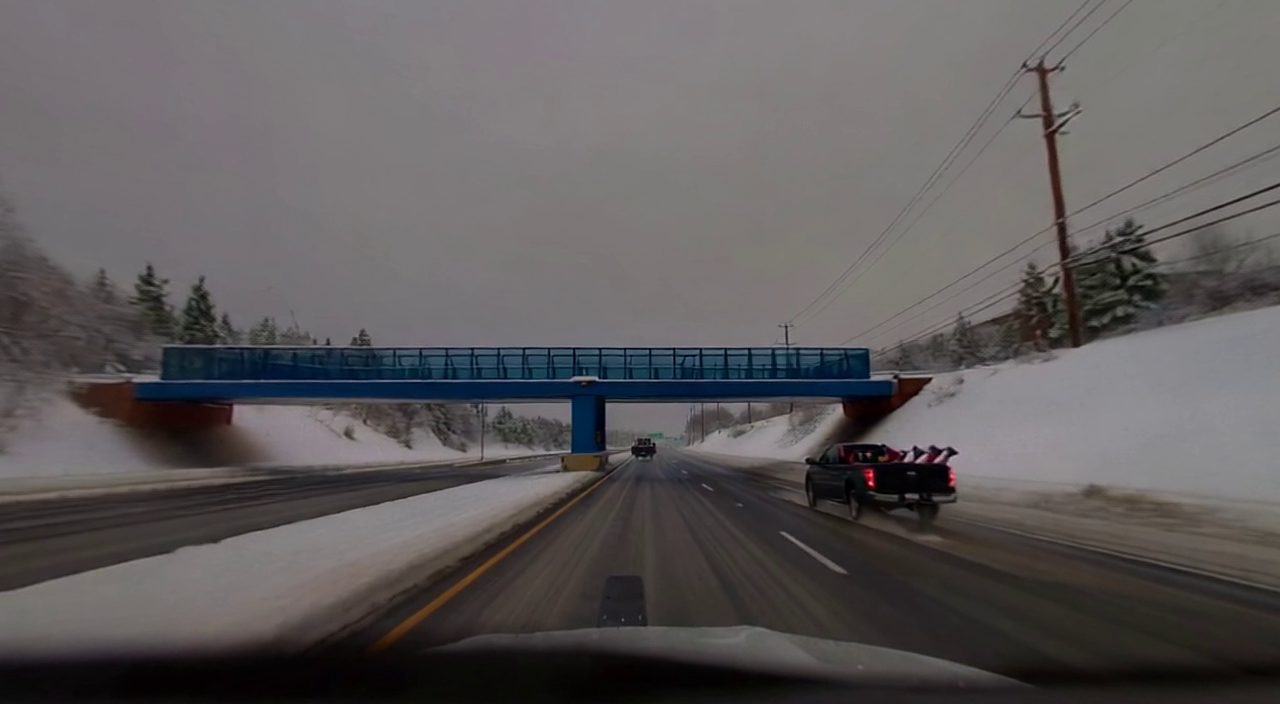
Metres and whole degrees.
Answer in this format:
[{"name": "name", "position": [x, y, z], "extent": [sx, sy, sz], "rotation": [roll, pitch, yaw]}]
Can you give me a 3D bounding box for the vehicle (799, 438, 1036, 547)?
[{"name": "vehicle", "position": [4.539, 2.367, 11.387], "extent": [1.988, 1.505, 4.958], "rotation": [0, -9, 0]}]
